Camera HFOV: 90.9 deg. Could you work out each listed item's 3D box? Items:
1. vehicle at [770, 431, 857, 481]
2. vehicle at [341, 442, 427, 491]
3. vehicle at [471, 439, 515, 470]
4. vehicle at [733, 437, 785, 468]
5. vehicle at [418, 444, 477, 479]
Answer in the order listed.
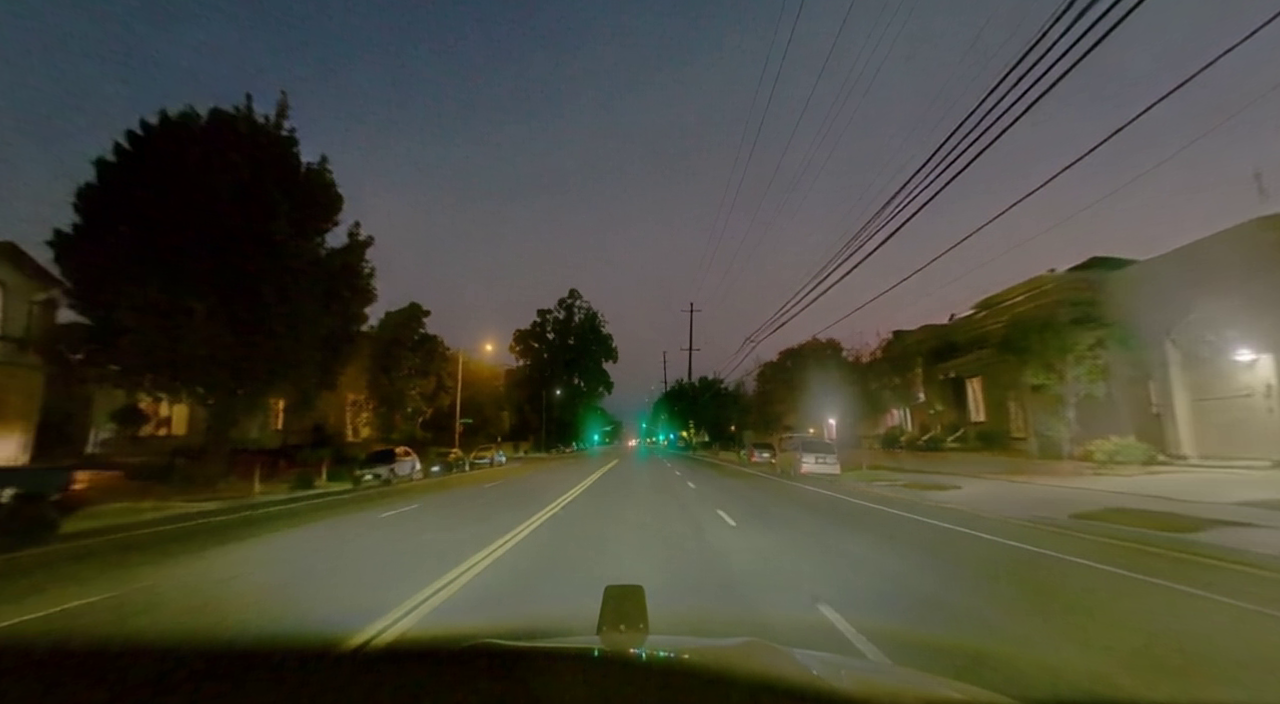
[{"bbox_3d":[6.911,4.193,25.663,2.128,1.823,4.834,0,-8,0],"label":"vehicle"},{"bbox_3d":[-10.295,4.572,25.697,1.974,1.696,4.336,-2,-8,-4],"label":"vehicle"},{"bbox_3d":[-10.214,7.106,44.001,1.984,1.762,4.266,-3,-6,0],"label":"vehicle"},{"bbox_3d":[6.947,5.922,37.330,2.194,1.741,4.800,0,-8,1],"label":"vehicle"},{"bbox_3d":[-10.396,5.906,34.339,1.932,1.472,4.516,-3,-6,-2],"label":"vehicle"}]
